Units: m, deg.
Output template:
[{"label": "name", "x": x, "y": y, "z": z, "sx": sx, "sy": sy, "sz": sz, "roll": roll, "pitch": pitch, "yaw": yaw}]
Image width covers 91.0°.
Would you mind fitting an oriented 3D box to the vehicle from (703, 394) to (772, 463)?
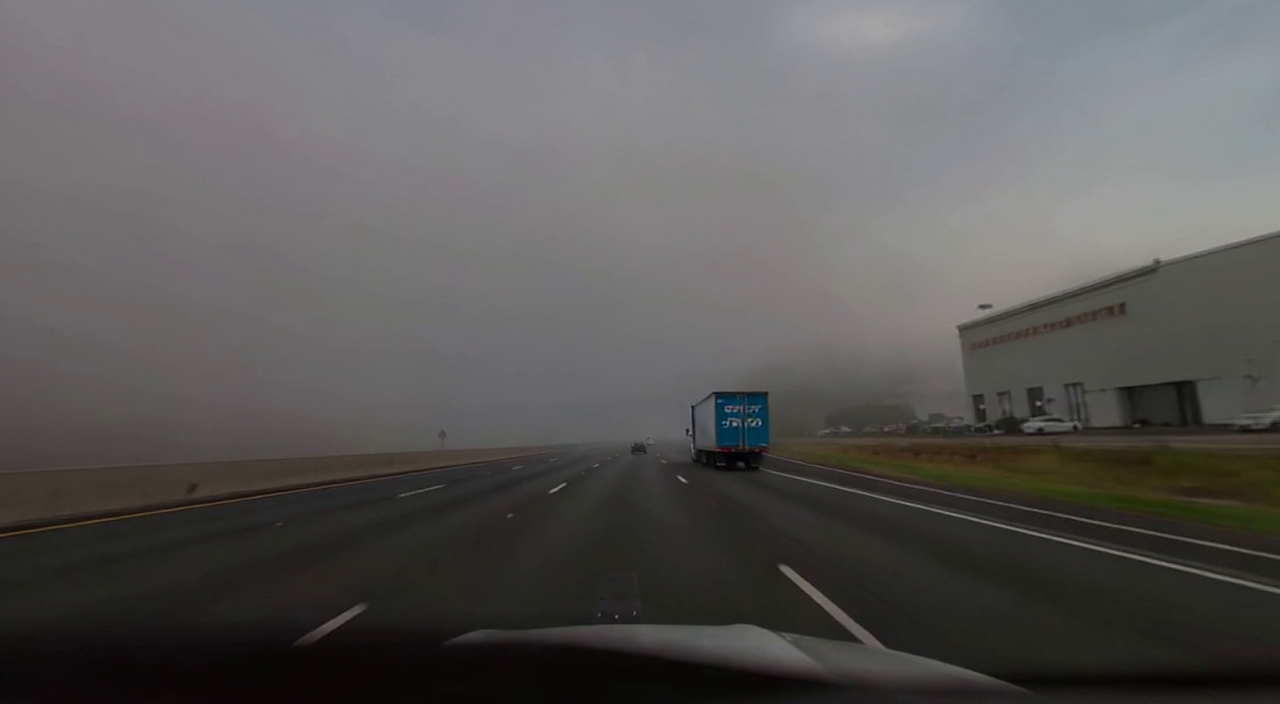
[{"label": "vehicle", "x": 6.565, "y": 5.724, "z": 45.533, "sx": 3.469, "sy": 3.986, "sz": 17.065, "roll": -1, "pitch": -8, "yaw": 4}]
